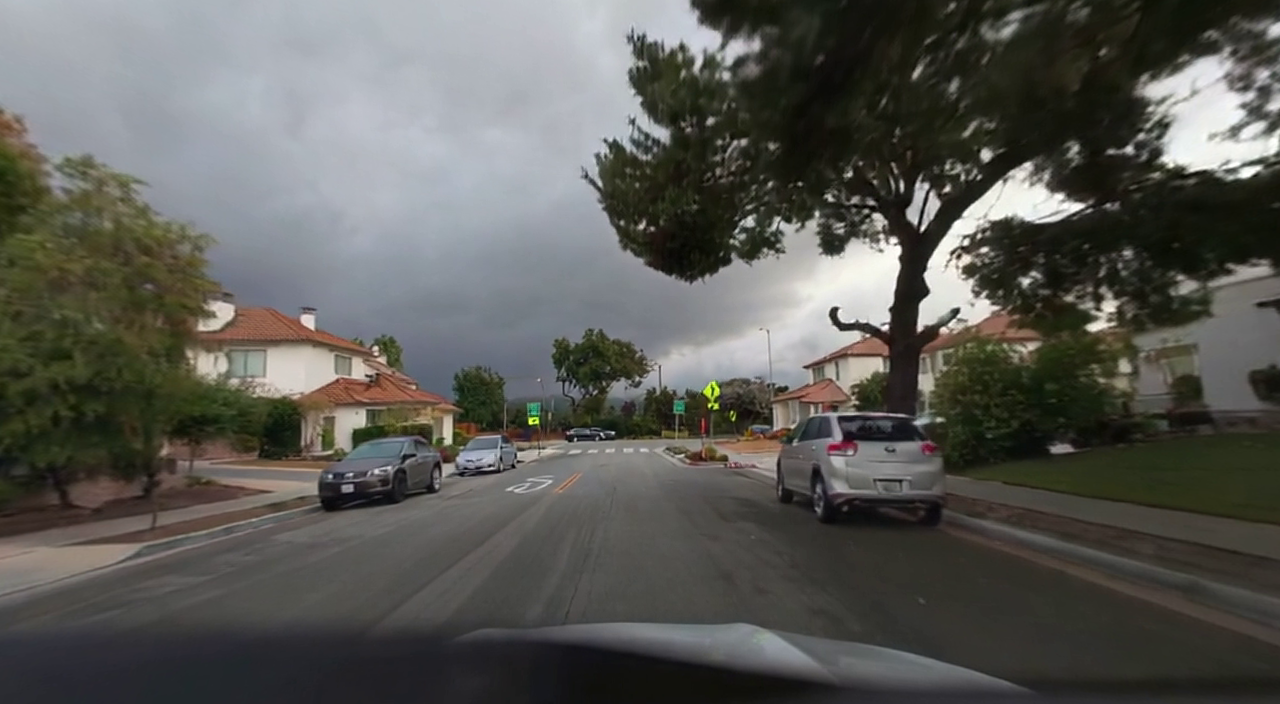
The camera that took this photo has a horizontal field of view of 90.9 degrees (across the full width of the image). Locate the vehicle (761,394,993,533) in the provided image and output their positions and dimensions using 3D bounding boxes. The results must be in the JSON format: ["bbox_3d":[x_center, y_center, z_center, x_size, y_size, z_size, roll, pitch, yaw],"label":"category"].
[{"bbox_3d":[3.334,1.658,10.035,1.997,1.663,4.544,-1,-7,1],"label":"vehicle"}]

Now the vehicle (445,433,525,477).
[{"bbox_3d":[-5.670,3.781,23.547,1.919,1.464,4.155,0,-8,0],"label":"vehicle"}]

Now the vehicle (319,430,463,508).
[{"bbox_3d":[-5.606,2.614,14.704,1.842,1.540,3.704,-1,-7,0],"label":"vehicle"}]
